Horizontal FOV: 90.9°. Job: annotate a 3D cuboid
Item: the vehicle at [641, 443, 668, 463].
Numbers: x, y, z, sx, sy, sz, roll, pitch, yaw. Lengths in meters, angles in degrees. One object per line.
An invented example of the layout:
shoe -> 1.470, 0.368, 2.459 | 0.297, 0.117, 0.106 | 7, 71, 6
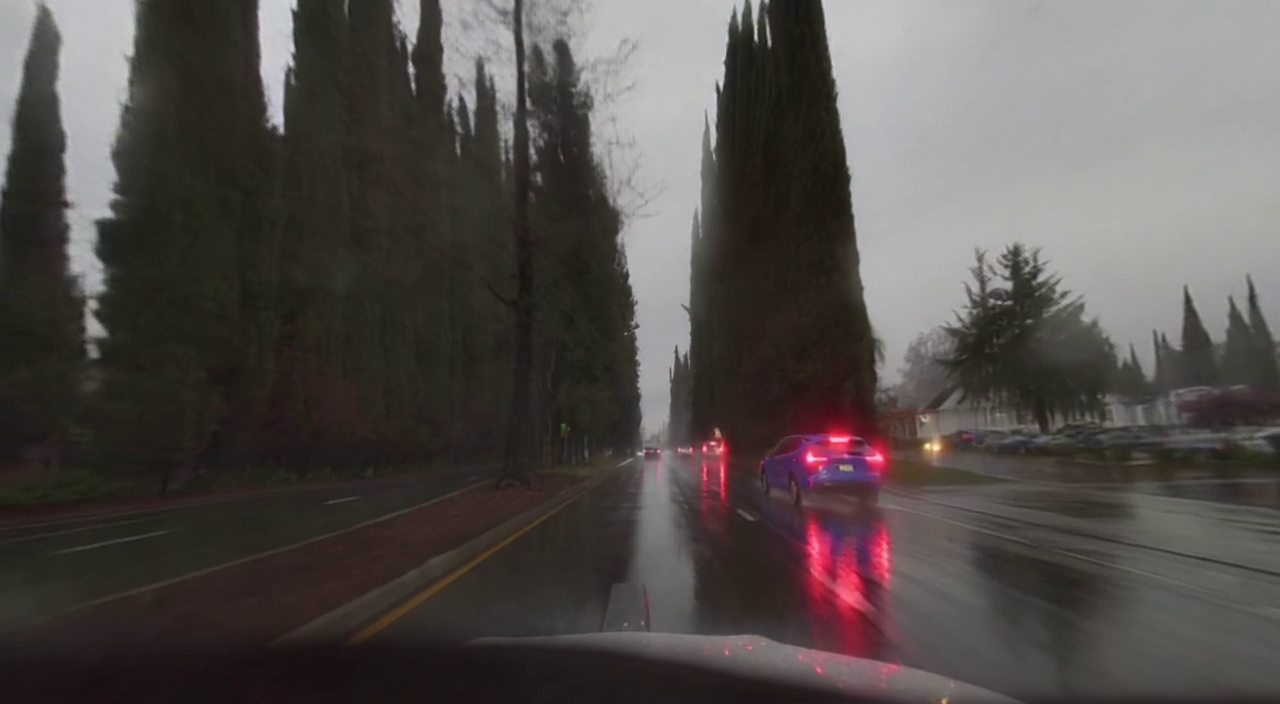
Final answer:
vehicle -> 1.095, 7.865, 49.327 | 2.026, 1.466, 4.282 | 0, -8, 1

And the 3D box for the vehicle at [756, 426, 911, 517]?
vehicle -> 3.944, 2.488, 13.687 | 2.052, 1.639, 4.123 | 0, -8, 0

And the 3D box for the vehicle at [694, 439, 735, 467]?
vehicle -> 4.615, 6.328, 39.722 | 2.110, 1.666, 3.912 | 0, -8, 0
